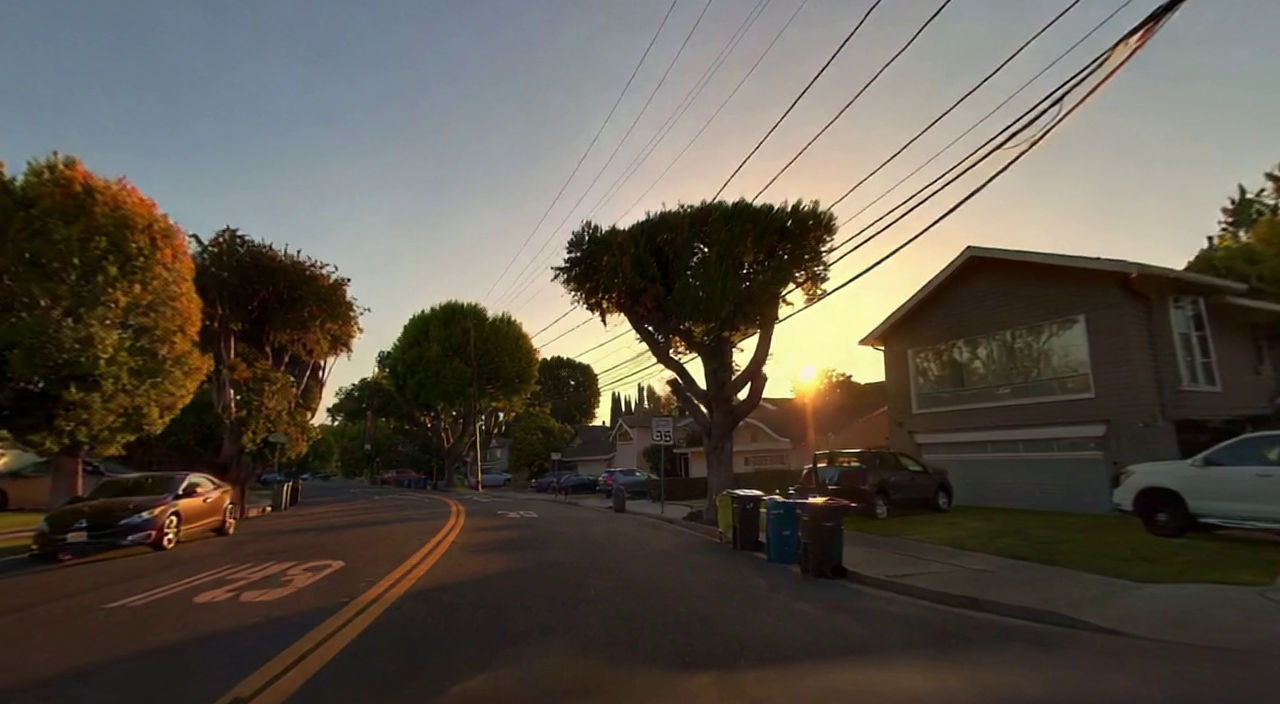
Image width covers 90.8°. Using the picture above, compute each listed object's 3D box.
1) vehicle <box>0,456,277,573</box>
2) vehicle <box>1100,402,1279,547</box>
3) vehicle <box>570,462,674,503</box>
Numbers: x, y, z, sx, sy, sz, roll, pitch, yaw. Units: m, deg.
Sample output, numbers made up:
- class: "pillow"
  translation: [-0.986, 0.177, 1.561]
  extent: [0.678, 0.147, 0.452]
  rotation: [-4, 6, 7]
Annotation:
- class: "vehicle"
  translation: [-8.337, 2.621, 11.031]
  extent: [1.994, 1.515, 4.385]
  rotation: [2, -9, -10]
- class: "vehicle"
  translation: [10.117, 1.785, 9.232]
  extent: [2.332, 2.000, 5.721]
  rotation: [0, -10, -2]
- class: "vehicle"
  translation: [-0.989, 7.155, 34.798]
  extent: [5.229, 1.790, 2.153]
  rotation: [0, -11, -23]
